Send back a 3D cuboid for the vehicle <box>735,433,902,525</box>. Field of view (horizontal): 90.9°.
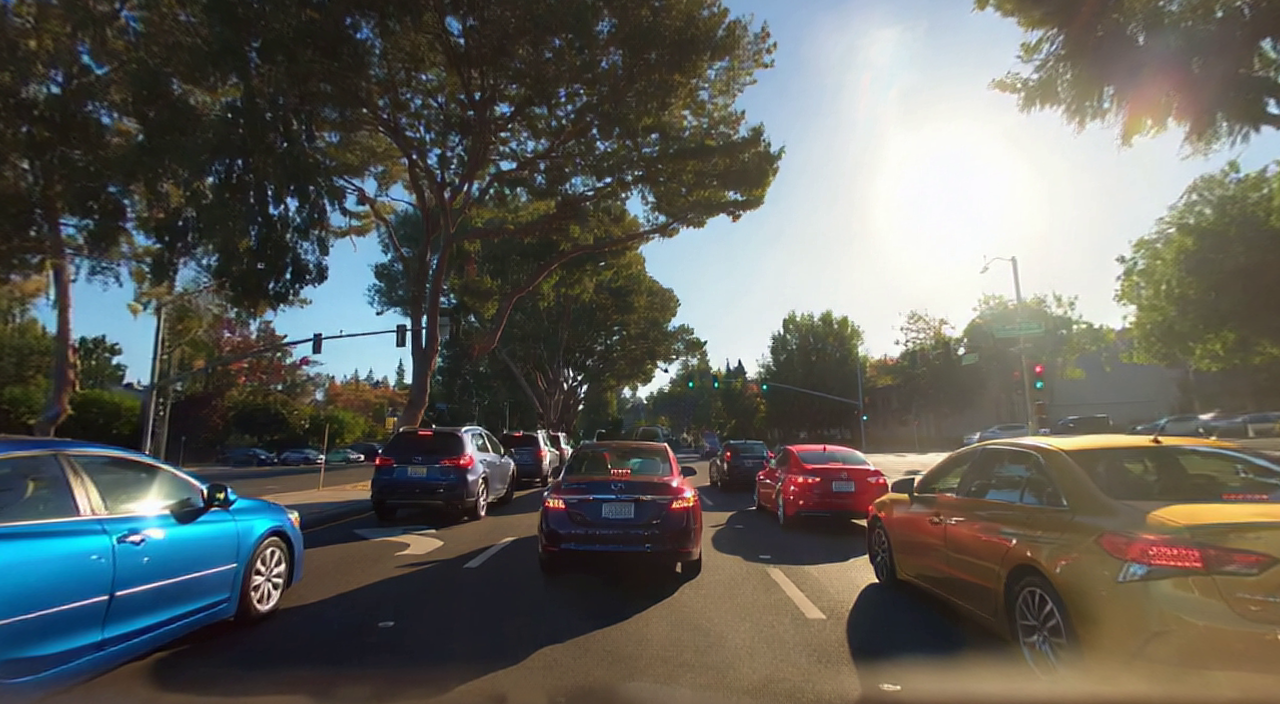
[{"bbox_3d":[3.187,2.336,12.323,1.975,1.460,4.357,0,-8,0],"label":"vehicle"}]

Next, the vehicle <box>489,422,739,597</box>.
[{"bbox_3d":[-0.260,1.640,7.405,2.147,1.479,3.803,0,-8,-1],"label":"vehicle"}]

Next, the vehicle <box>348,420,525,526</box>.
[{"bbox_3d":[-3.725,2.298,12.489,1.961,1.714,4.268,0,-8,2],"label":"vehicle"}]

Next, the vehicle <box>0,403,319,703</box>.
[{"bbox_3d":[-3.641,1.022,3.000,1.935,1.482,4.433,0,-8,-1],"label":"vehicle"}]

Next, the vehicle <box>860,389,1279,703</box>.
[{"bbox_3d":[3.137,1.151,4.050,1.903,1.480,4.270,0,-8,0],"label":"vehicle"}]
